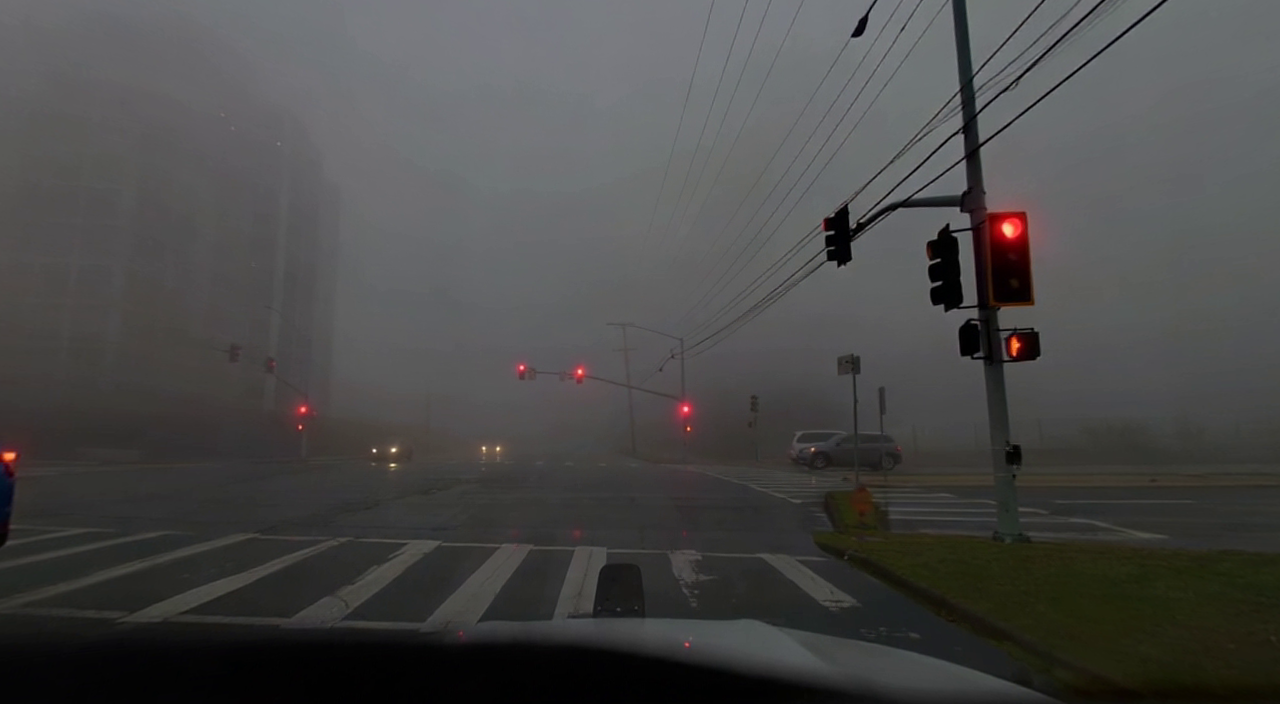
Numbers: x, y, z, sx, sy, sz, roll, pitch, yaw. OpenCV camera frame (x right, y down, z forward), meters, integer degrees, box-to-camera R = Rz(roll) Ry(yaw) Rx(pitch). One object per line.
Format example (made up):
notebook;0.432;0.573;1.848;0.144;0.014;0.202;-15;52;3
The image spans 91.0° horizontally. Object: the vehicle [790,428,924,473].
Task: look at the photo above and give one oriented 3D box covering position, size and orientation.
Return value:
vehicle;8.690;4.024;25.725;4.884;1.714;2.021;-2;-9;12
